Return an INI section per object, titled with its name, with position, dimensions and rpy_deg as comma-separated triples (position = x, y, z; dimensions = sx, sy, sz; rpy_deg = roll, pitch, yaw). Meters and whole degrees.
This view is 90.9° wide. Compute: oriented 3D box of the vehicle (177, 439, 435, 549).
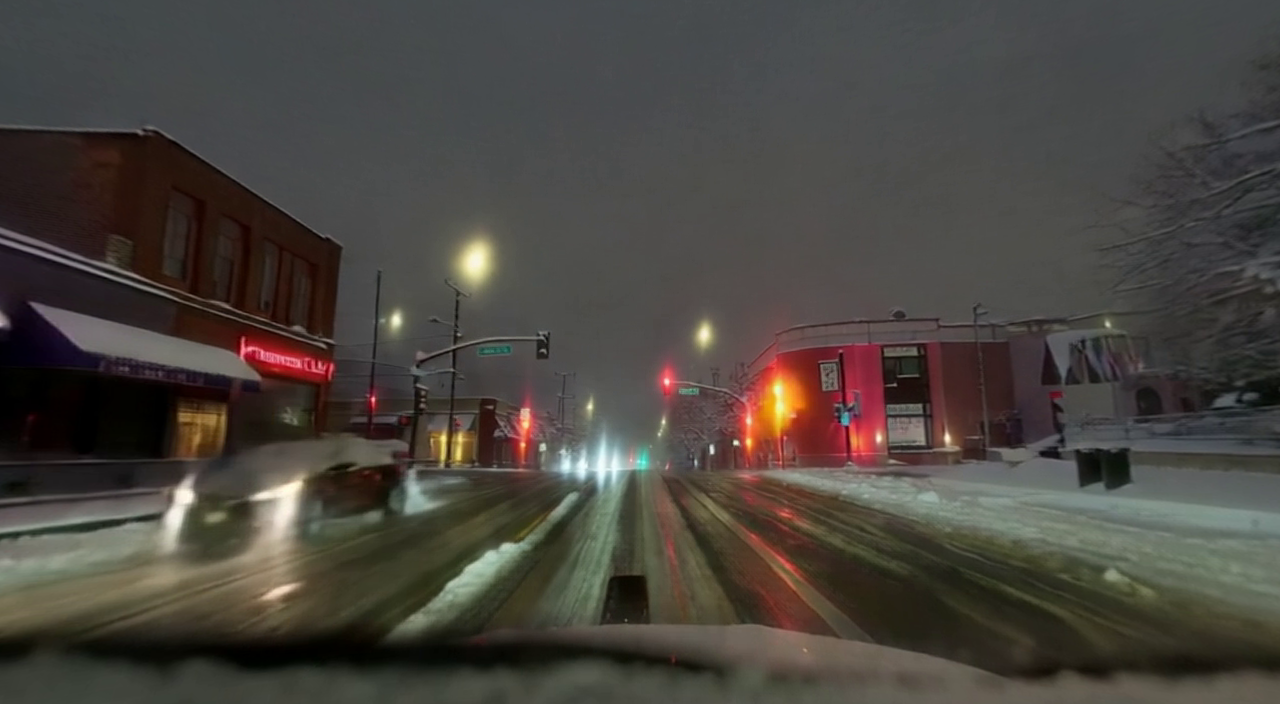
[vehicle]
position = -5.333, 2.294, 10.964
dimensions = 1.984, 1.489, 4.515
rpy_deg = 0, -9, 0
